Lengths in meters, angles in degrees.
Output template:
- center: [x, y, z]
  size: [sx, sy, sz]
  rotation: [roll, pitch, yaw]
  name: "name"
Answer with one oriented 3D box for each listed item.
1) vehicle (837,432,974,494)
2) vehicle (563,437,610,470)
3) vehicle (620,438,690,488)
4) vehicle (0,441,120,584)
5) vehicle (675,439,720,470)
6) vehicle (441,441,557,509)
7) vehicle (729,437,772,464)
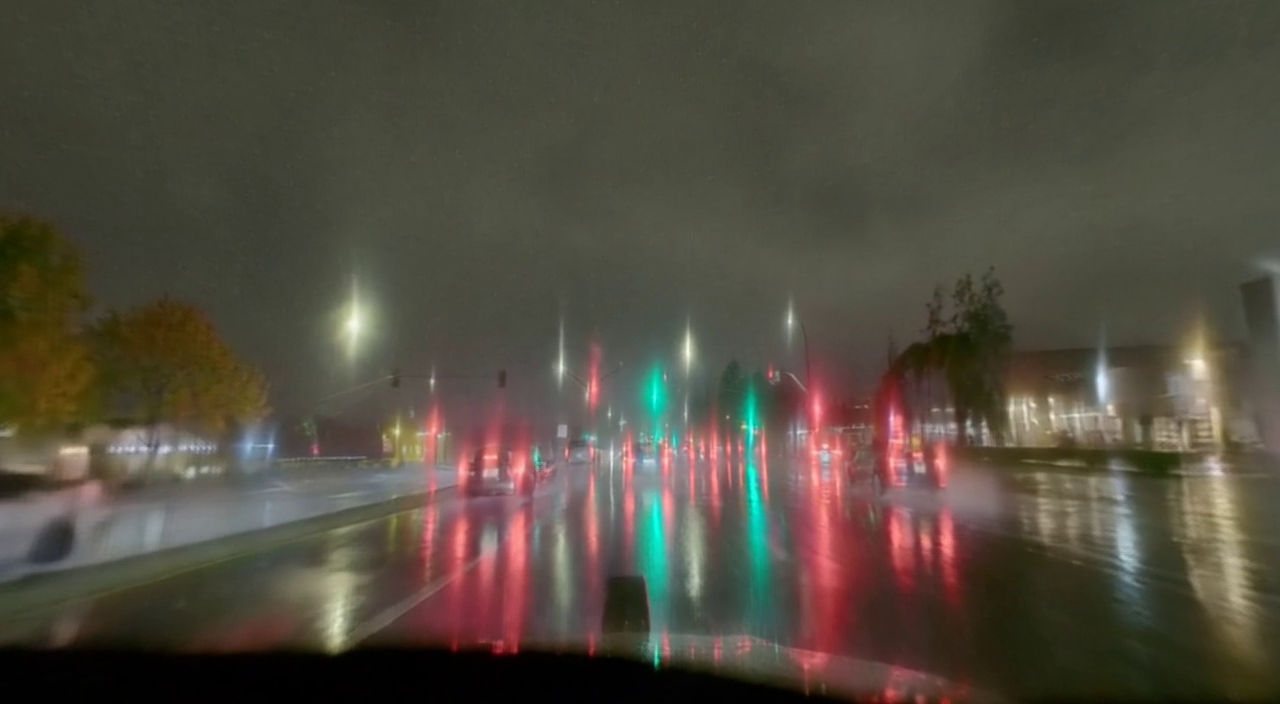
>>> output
- center: [7.248, 3.072, 17.802]
  size: [1.892, 1.515, 4.400]
  rotation: [0, -8, -1]
  name: "vehicle"
- center: [-2.945, 5.724, 35.737]
  size: [2.219, 1.699, 4.090]
  rotation: [0, -8, 1]
  name: "vehicle"
- center: [0.454, 3.625, 20.923]
  size: [2.096, 1.473, 3.893]
  rotation: [0, -8, 0]
  name: "vehicle"
- center: [-8.563, 1.783, 6.747]
  size: [2.212, 1.652, 4.376]
  rotation: [0, -8, 0]
  name: "vehicle"
- center: [3.004, 5.481, 33.912]
  size: [1.988, 1.528, 4.144]
  rotation: [0, -8, -1]
  name: "vehicle"
- center: [-3.409, 3.034, 16.143]
  size: [1.938, 1.472, 4.399]
  rotation: [0, -8, 0]
  name: "vehicle"
- center: [7.320, 6.560, 42.187]
  size: [2.044, 1.701, 4.397]
  rotation: [0, -8, -1]
  name: "vehicle"
